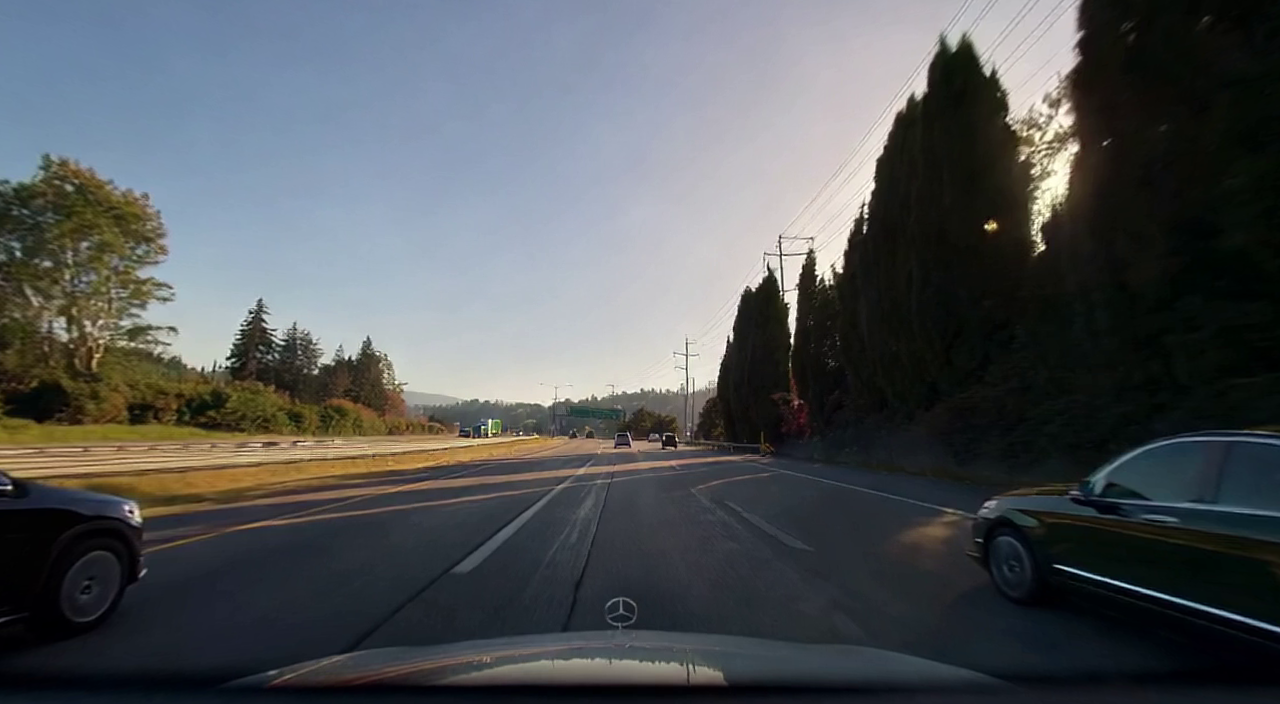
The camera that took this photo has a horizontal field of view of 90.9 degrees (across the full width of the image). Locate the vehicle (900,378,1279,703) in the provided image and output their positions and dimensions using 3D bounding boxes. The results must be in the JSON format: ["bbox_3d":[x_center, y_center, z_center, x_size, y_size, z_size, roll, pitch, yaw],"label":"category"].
[{"bbox_3d":[3.400,0.996,3.340,2.063,1.537,4.465,0,-7,-1],"label":"vehicle"}]

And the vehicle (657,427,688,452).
[{"bbox_3d":[2.552,6.931,49.861,1.976,1.905,3.263,1,-7,-5],"label":"vehicle"}]

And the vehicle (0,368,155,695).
[{"bbox_3d":[-4.163,0.738,1.962,2.100,1.590,4.077,0,-7,-2],"label":"vehicle"}]

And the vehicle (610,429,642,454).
[{"bbox_3d":[-1.041,6.410,45.080,2.159,1.690,3.720,0,-7,-2],"label":"vehicle"}]
